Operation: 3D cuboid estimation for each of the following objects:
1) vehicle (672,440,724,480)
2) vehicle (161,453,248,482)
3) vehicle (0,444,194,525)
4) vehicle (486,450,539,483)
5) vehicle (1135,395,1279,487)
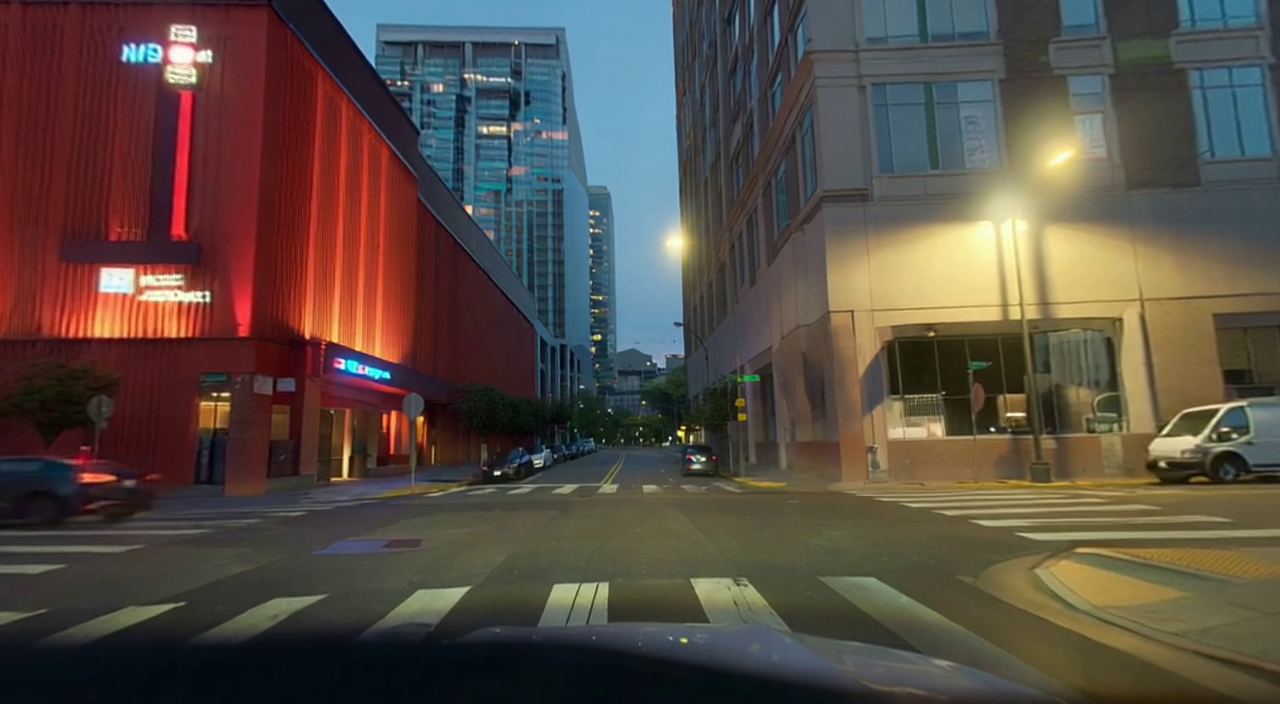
[{"bbox_3d":[2.580,4.932,29.125,1.917,1.680,4.500,0,-9,0],"label":"vehicle"},{"bbox_3d":[-24.384,6.460,35.469,3.618,1.412,1.587,-1,-9,-7],"label":"vehicle"},{"bbox_3d":[-12.347,2.624,12.820,4.877,1.482,2.041,1,-9,-6],"label":"vehicle"},{"bbox_3d":[-6.024,5.432,30.248,1.864,1.447,3.887,0,-9,-2],"label":"vehicle"},{"bbox_3d":[18.663,2.670,19.027,5.384,2.586,2.358,0,-9,0],"label":"vehicle"}]
